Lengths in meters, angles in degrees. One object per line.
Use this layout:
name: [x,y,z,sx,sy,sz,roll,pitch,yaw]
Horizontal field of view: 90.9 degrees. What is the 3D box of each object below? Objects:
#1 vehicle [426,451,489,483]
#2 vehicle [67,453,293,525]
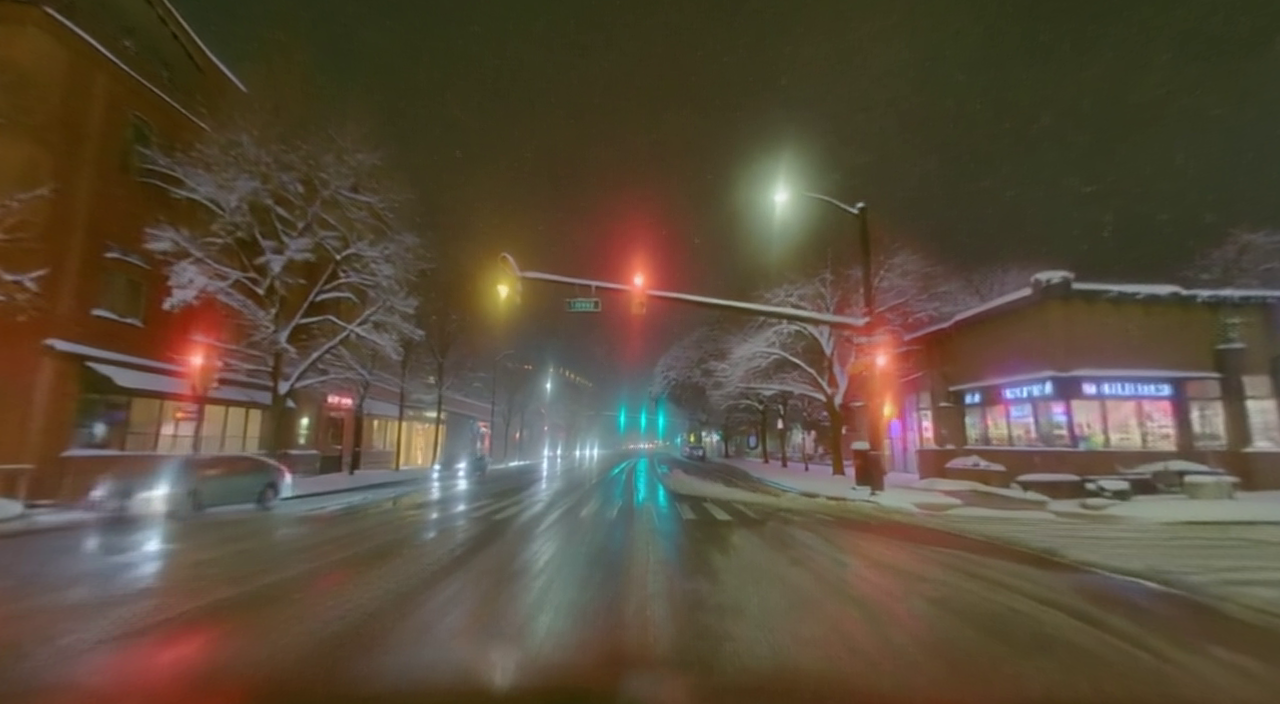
vehicle: [-9.172,5.770,31.999,1.913,1.457,4.048,0,-8,1]
vehicle: [-11.760,3.459,16.539,1.919,1.518,4.360,-3,-9,20]
